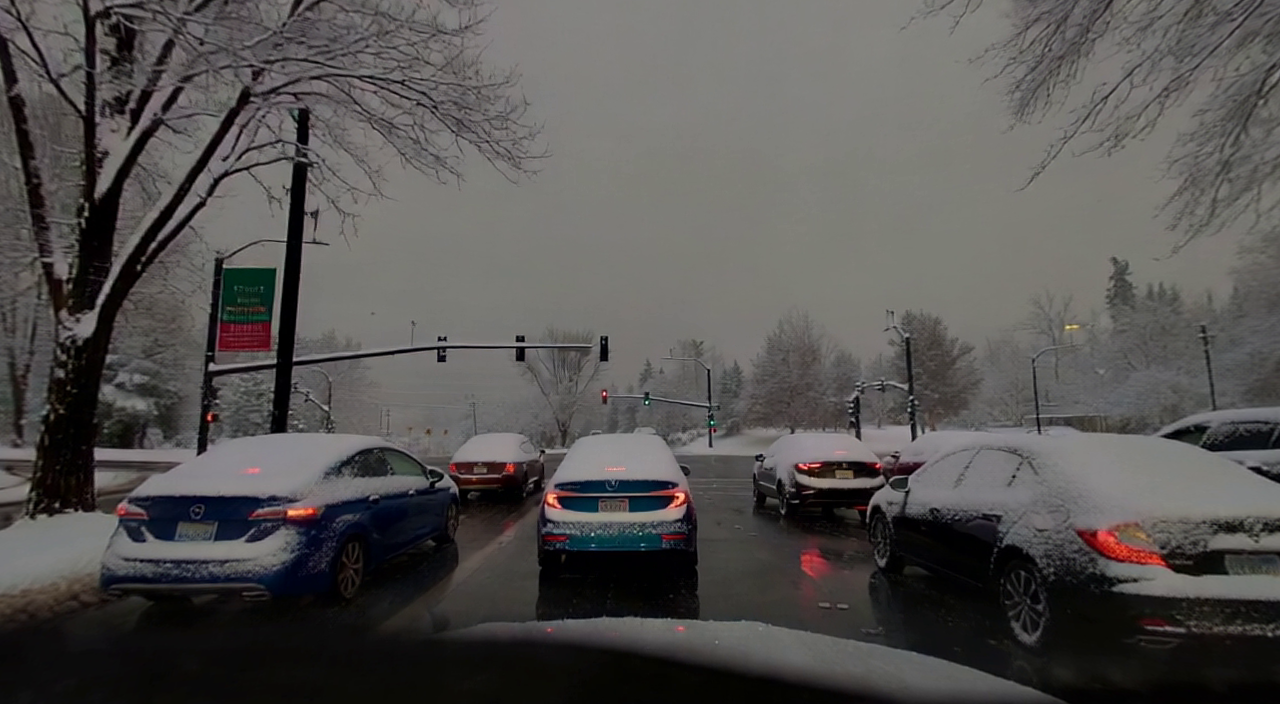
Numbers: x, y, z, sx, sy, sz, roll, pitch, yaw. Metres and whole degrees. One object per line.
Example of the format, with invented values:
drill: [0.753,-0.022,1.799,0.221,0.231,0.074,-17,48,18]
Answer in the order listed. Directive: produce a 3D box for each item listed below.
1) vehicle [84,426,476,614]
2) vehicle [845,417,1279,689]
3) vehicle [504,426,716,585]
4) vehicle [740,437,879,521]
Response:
vehicle: [-3.369,1.629,7.083,1.929,1.457,4.136,0,-9,0]
vehicle: [3.598,1.438,5.760,1.953,1.471,4.470,0,-9,0]
vehicle: [-0.307,1.722,7.837,1.994,1.479,3.647,0,-9,-1]
vehicle: [3.398,2.607,13.486,1.852,1.498,3.825,0,-9,0]
